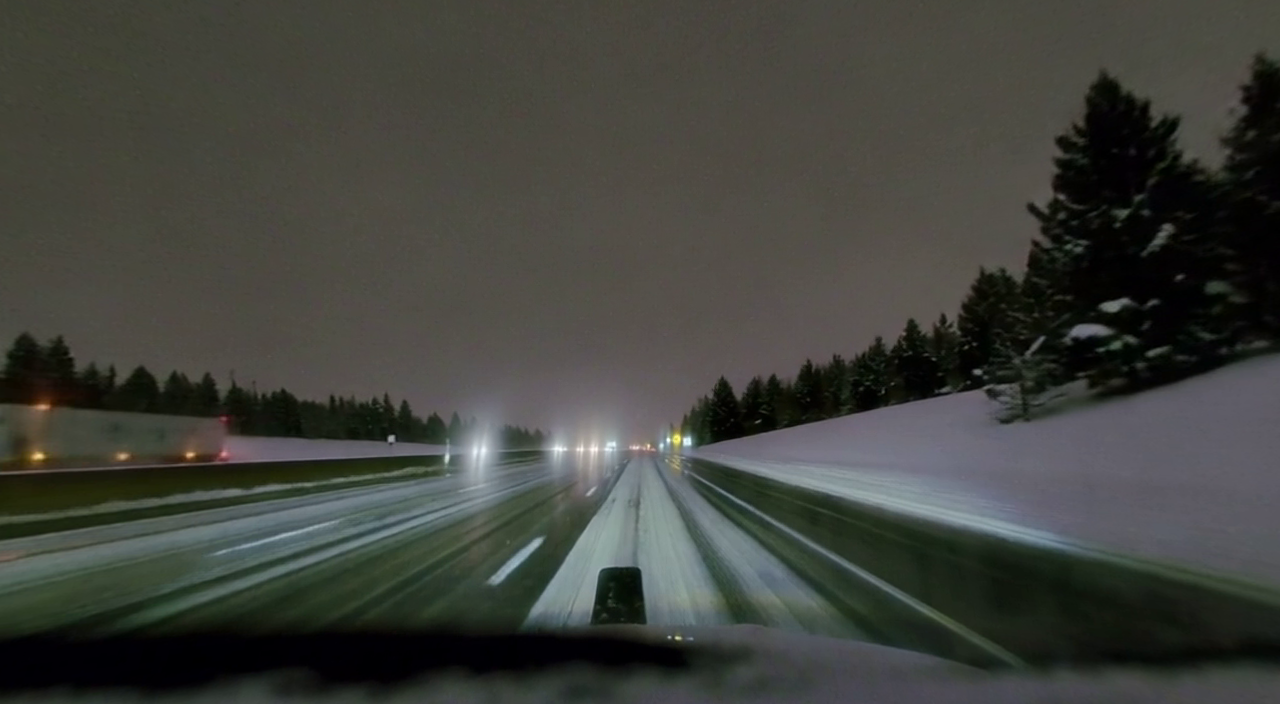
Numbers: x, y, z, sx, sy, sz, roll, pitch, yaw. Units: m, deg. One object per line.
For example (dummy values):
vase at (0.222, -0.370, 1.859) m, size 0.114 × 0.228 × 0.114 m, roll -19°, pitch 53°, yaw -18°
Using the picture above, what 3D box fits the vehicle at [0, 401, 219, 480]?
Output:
vehicle at (-35.472, 6.019, 42.276) m, size 2.926 × 4.196 × 16.585 m, roll 0°, pitch -9°, yaw 0°
